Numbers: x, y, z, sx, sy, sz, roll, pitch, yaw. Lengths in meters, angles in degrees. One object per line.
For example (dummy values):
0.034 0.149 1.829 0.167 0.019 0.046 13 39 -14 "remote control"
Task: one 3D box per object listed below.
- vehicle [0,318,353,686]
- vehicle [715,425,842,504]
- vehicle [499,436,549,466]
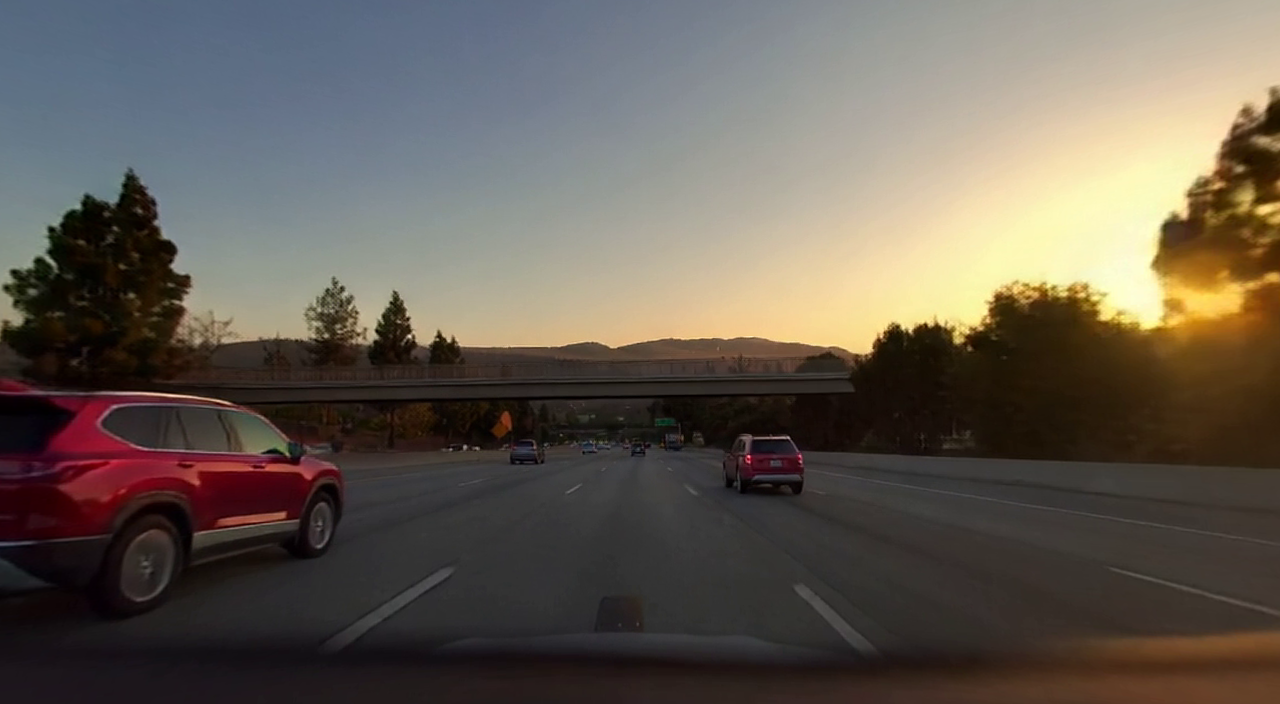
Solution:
-4.311 1.007 4.825 2.018 1.872 4.728 0 -8 0 "vehicle"
3.376 2.858 16.432 2.185 1.749 4.477 0 -8 -1 "vehicle"
-7.437 6.390 40.927 2.193 1.818 4.995 0 -8 1 "vehicle"
